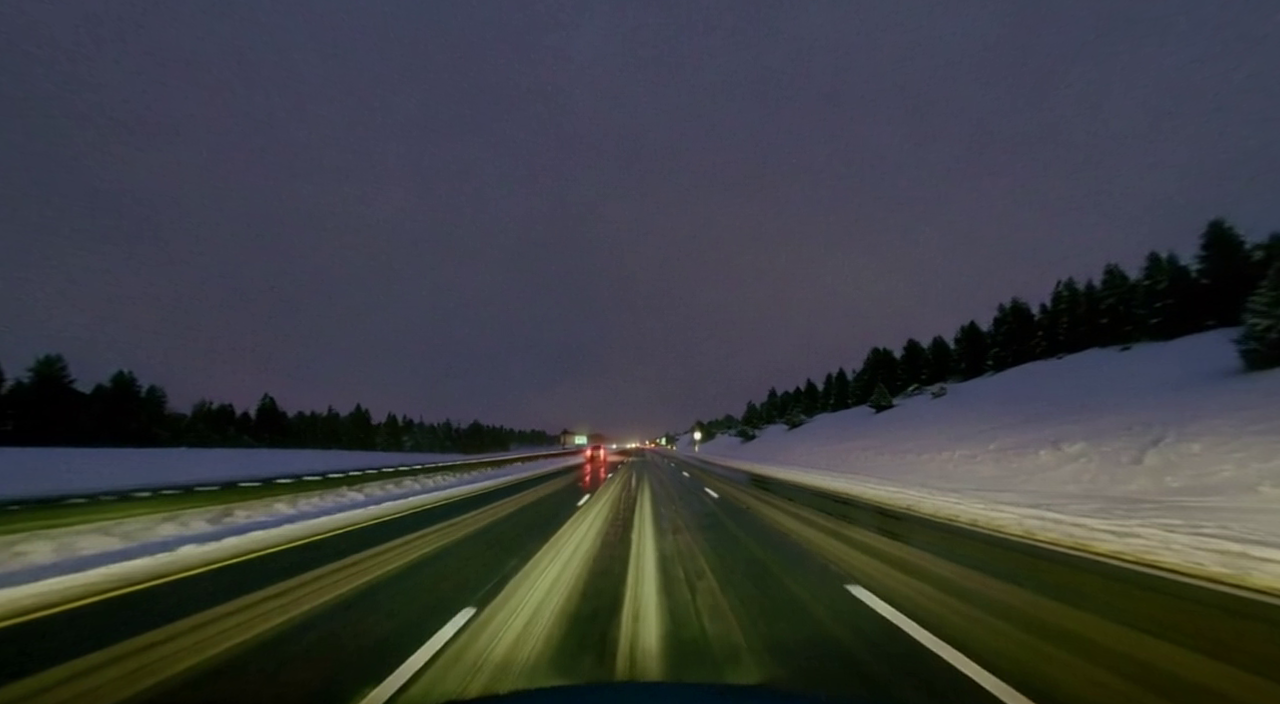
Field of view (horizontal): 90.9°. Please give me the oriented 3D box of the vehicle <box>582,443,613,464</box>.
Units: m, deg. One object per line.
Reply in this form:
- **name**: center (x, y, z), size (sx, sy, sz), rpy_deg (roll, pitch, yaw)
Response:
- **vehicle**: center (-3.214, 7.771, 48.429), size (1.991, 1.475, 4.302), rpy_deg (0, -8, 1)
